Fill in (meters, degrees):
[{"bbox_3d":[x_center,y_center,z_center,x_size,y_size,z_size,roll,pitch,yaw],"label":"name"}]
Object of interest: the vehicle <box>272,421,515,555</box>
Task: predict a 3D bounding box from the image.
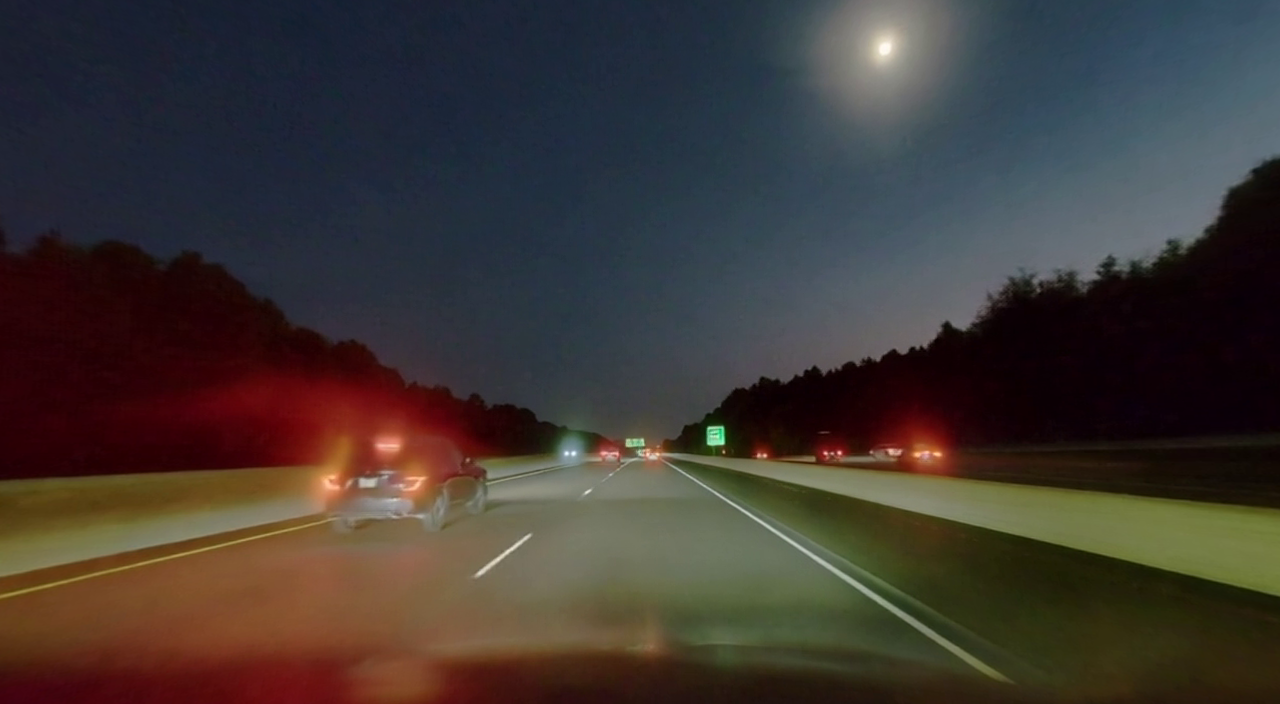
[{"bbox_3d":[-3.486,2.007,10.001,2.037,1.638,4.274,0,-9,1],"label":"vehicle"}]
